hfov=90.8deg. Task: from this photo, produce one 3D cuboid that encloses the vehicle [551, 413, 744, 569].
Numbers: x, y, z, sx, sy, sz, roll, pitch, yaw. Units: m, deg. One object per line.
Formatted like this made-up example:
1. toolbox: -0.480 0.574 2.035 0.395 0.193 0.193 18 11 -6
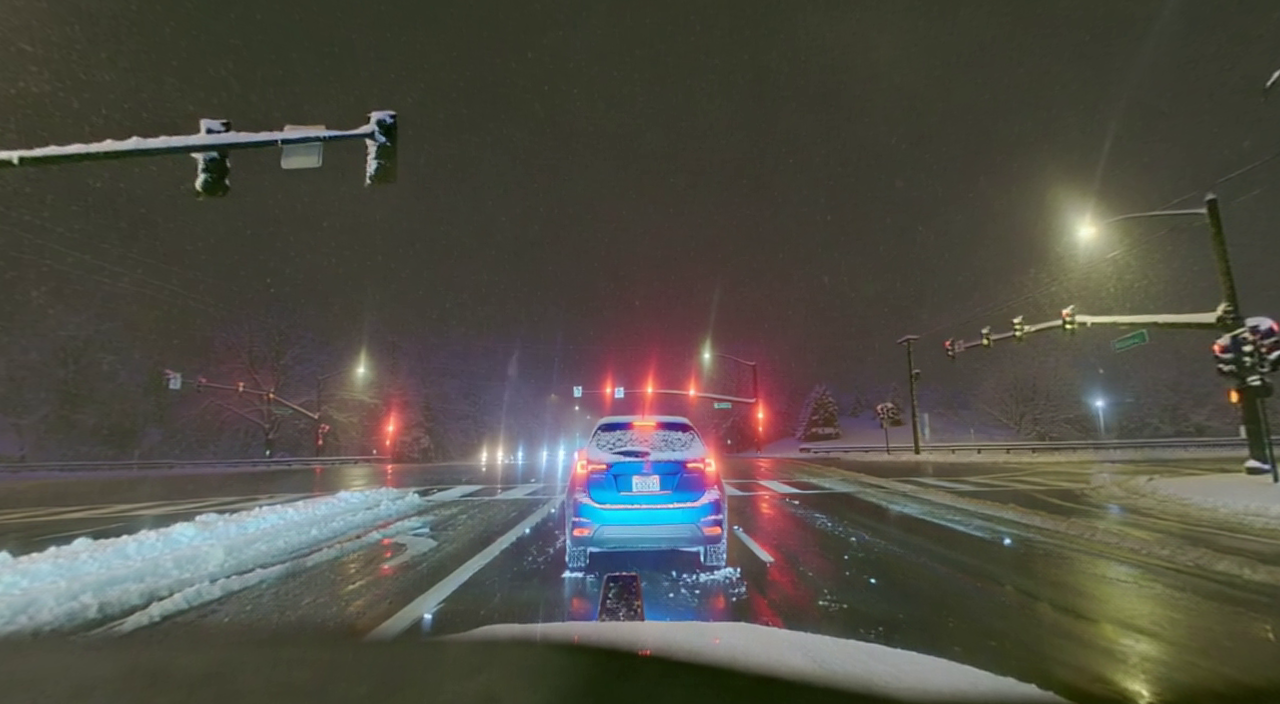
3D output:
1. vehicle: 0.035 1.757 8.705 2.027 1.626 3.942 0 -8 -1
